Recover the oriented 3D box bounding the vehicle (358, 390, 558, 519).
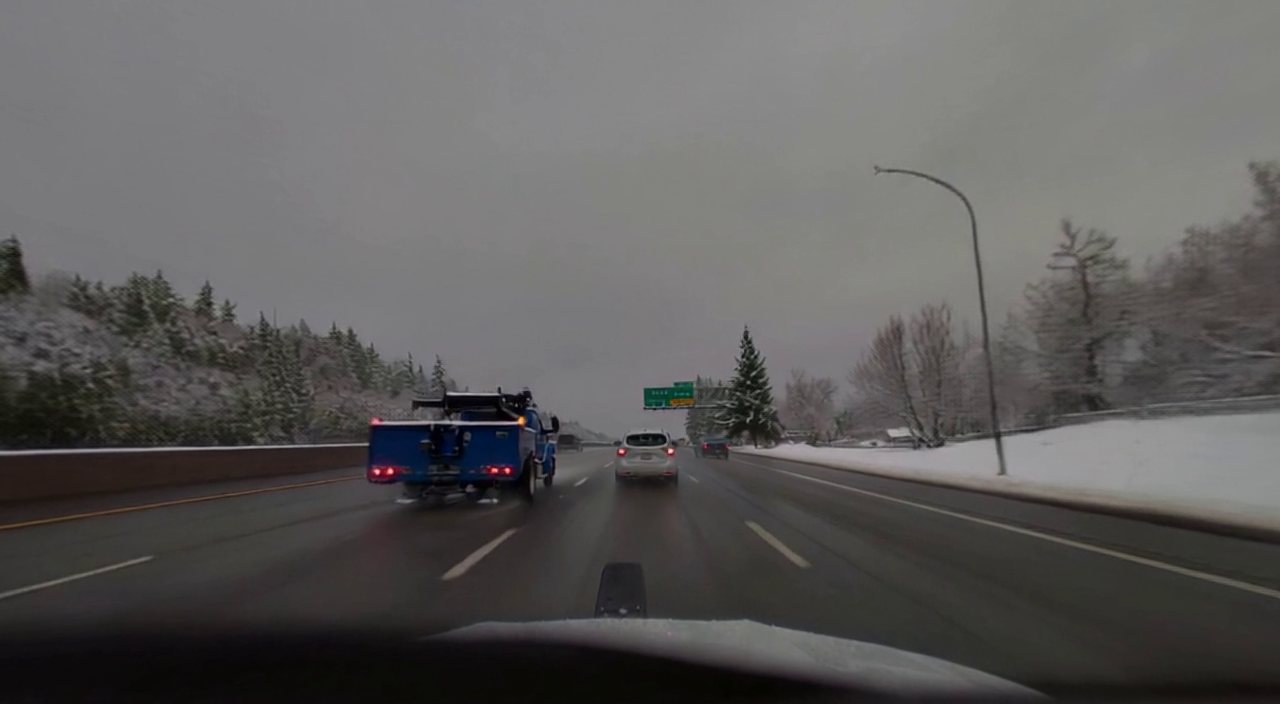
[{"bbox_3d":[-3.395,2.109,13.303,2.526,2.146,5.594,0,-8,0],"label":"vehicle"}]

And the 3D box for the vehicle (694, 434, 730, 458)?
[{"bbox_3d":[5.053,6.653,44.466,2.079,1.656,4.506,0,-8,1],"label":"vehicle"}]

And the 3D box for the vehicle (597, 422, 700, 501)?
[{"bbox_3d":[0.185,2.650,15.535,2.165,1.653,4.456,0,-8,0],"label":"vehicle"}]
